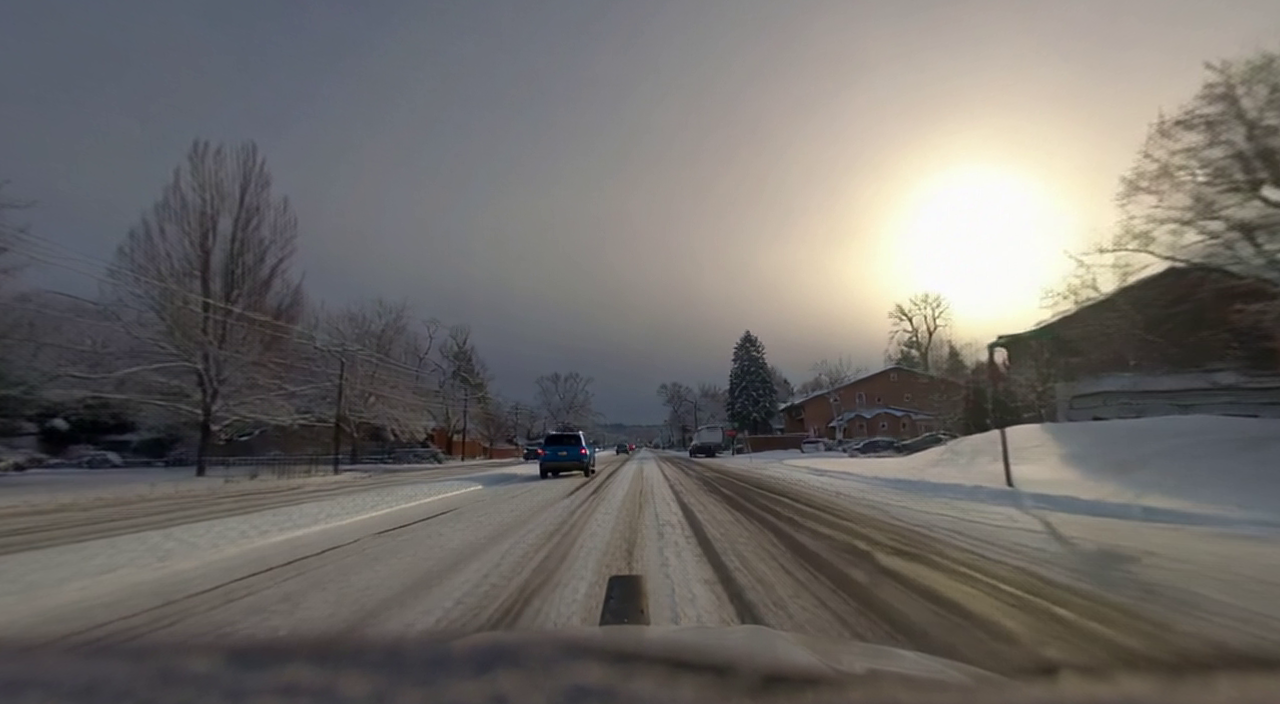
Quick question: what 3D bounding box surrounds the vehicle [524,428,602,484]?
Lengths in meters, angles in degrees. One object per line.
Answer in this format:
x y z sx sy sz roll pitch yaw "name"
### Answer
-2.740 3.843 23.570 2.179 1.851 4.756 0 -8 2 "vehicle"
